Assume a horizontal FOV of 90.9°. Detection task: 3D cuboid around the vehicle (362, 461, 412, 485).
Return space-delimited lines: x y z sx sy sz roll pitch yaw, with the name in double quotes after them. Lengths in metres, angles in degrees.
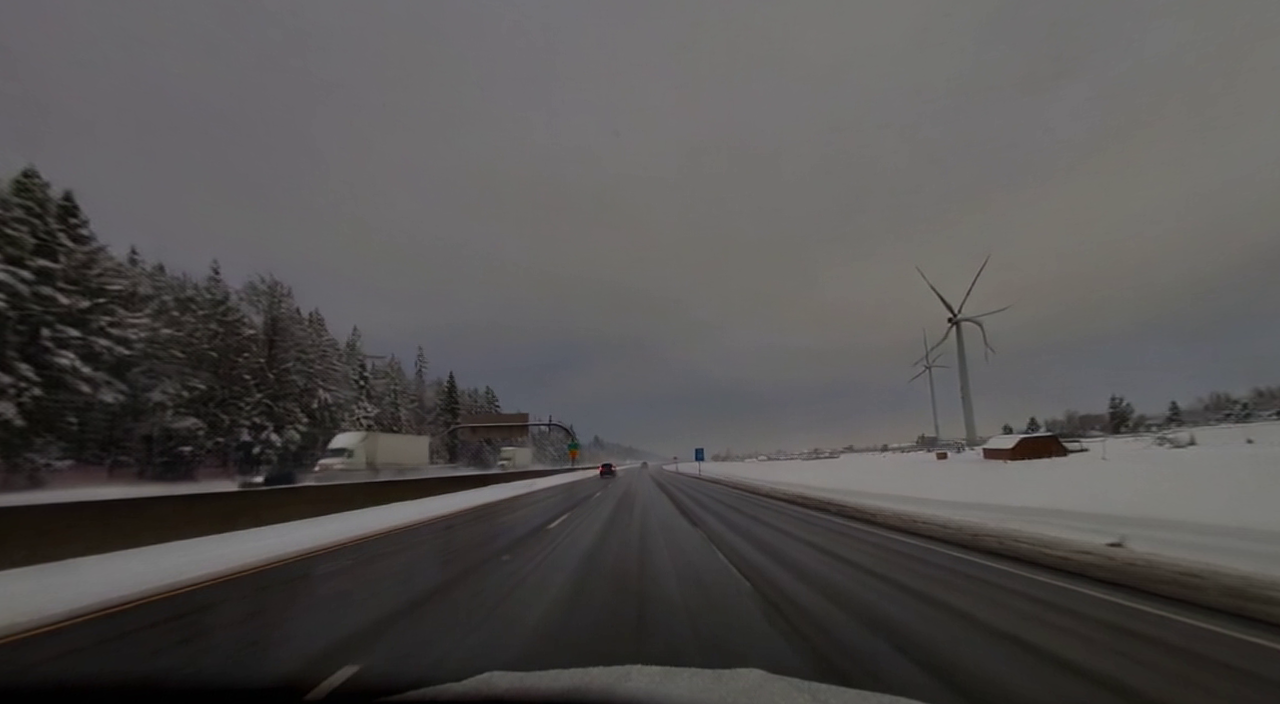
-16.154 7.730 40.366 1.696 1.416 3.605 1 -10 0 "vehicle"
